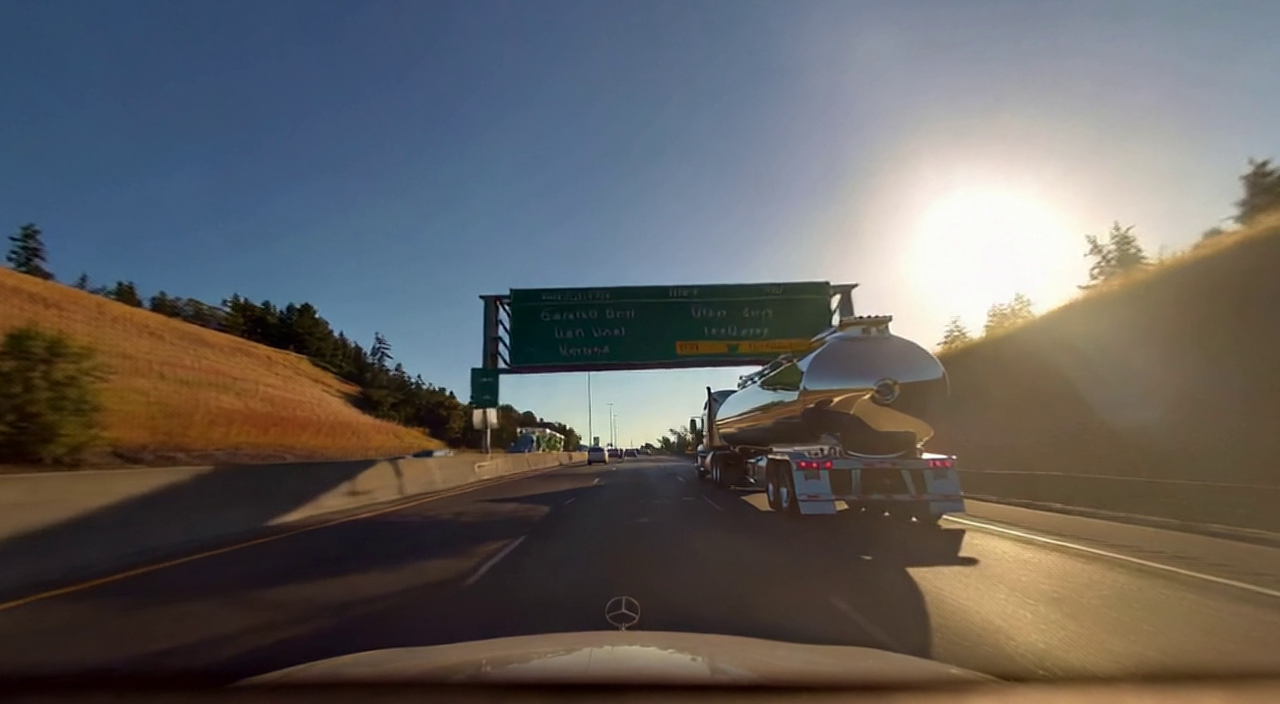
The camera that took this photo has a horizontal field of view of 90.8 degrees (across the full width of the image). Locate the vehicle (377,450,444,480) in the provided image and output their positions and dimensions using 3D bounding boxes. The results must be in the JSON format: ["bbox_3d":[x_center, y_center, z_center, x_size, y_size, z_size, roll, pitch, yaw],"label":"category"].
[{"bbox_3d":[-11.490,5.671,31.895,1.820,1.432,3.977,0,-9,1],"label":"vehicle"}]

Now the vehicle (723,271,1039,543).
[{"bbox_3d":[3.890,1.450,13.506,2.759,3.734,9.708,0,-9,-1],"label":"vehicle"}]
